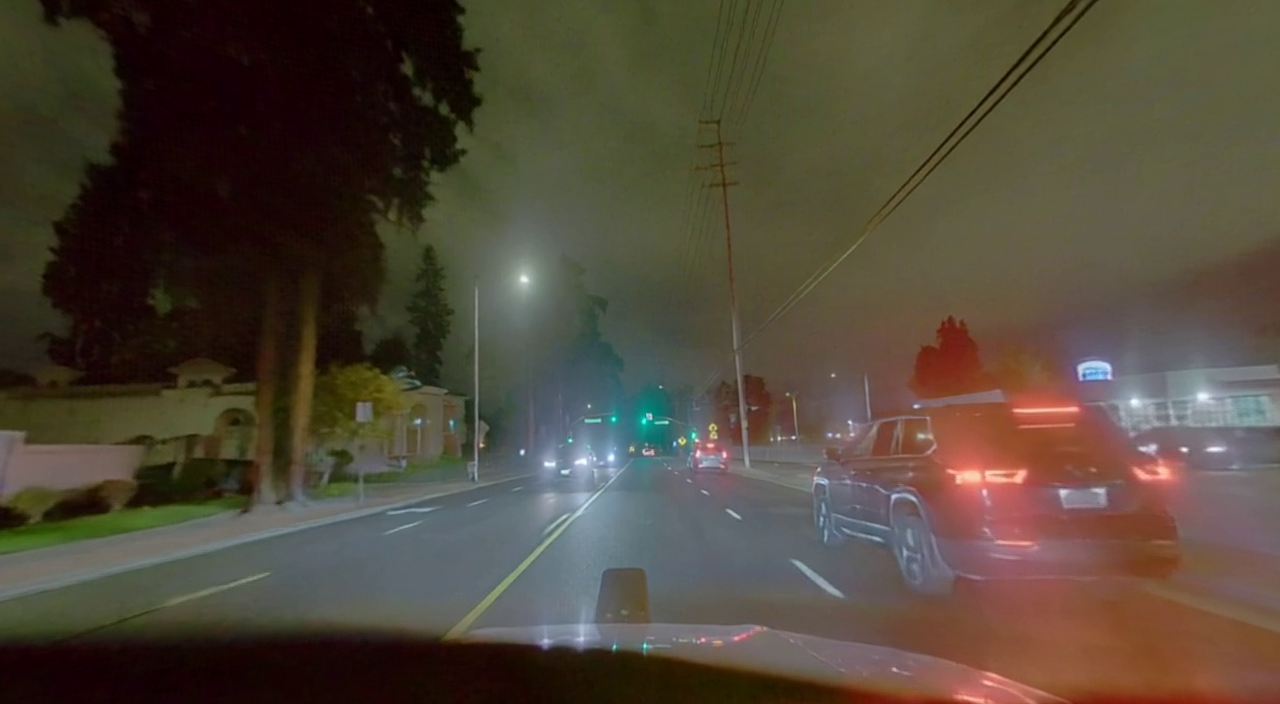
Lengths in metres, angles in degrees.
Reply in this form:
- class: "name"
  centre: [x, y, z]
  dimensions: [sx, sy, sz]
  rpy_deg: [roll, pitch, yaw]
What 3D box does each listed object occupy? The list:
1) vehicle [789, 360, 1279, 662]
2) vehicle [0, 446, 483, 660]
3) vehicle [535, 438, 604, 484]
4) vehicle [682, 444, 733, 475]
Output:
- class: "vehicle"
  centre: [3.305, 1.364, 6.540]
  dimensions: [2.251, 1.861, 5.144]
  rpy_deg: [0, -9, 0]
- class: "vehicle"
  centre: [-3.316, 1.711, 6.540]
  dimensions: [2.133, 1.439, 4.280]
  rpy_deg: [0, -9, 2]
- class: "vehicle"
  centre: [-3.136, 5.079, 29.707]
  dimensions: [2.304, 1.886, 6.516]
  rpy_deg: [0, -9, 2]
- class: "vehicle"
  centre: [3.449, 5.622, 33.167]
  dimensions: [2.072, 1.471, 4.834]
  rpy_deg: [0, -9, -1]
